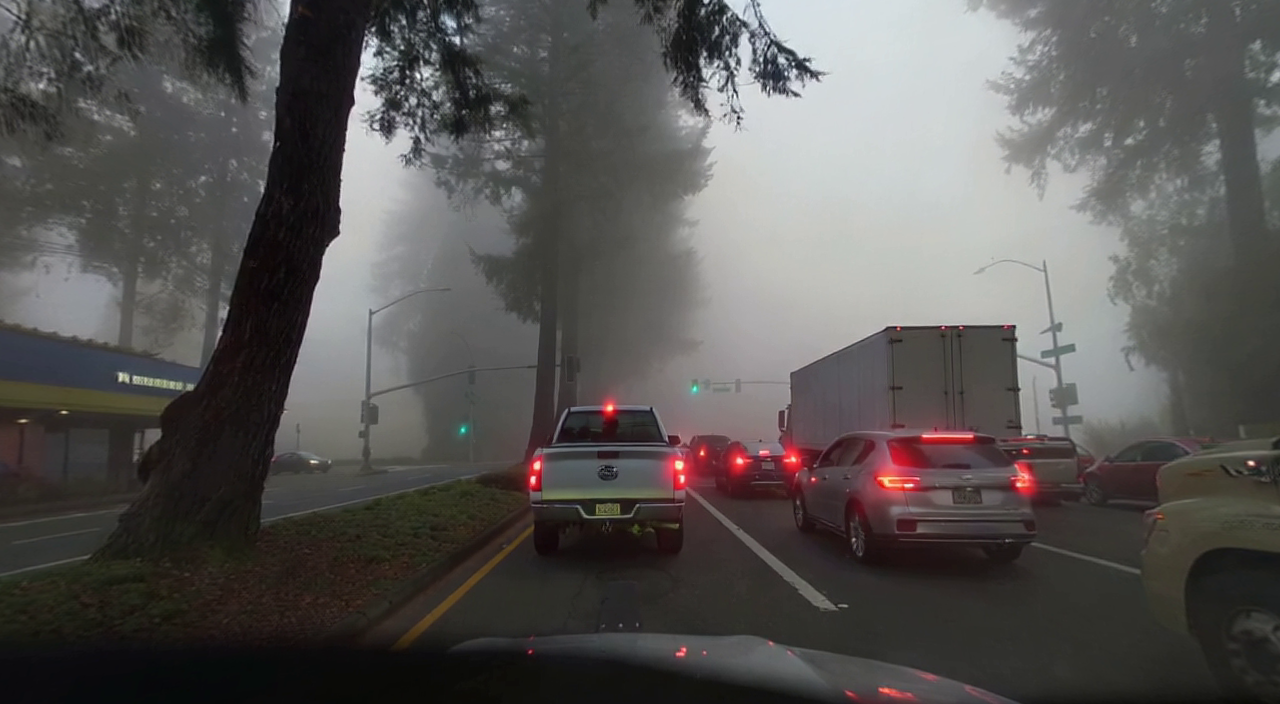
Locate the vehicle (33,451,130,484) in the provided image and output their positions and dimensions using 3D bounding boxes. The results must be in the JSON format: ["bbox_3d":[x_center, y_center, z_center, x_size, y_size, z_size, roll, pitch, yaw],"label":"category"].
[{"bbox_3d":[-28.566,5.896,32.491,1.730,1.534,3.922,1,-9,-8],"label":"vehicle"}]

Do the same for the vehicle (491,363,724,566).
[{"bbox_3d":[-0.365,1.595,9.455,2.499,2.183,5.111,0,-9,0],"label":"vehicle"}]

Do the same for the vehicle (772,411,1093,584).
[{"bbox_3d":[3.247,1.736,8.436,1.905,1.587,4.998,0,-9,0],"label":"vehicle"}]

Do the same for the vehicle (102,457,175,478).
[{"bbox_3d":[-38.195,8.787,48.131,4.150,1.474,1.826,-1,-9,6],"label":"vehicle"}]

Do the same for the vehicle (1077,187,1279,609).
[{"bbox_3d":[6.514,0.114,3.414,2.802,3.322,7.429,0,-9,-1],"label":"vehicle"}]
